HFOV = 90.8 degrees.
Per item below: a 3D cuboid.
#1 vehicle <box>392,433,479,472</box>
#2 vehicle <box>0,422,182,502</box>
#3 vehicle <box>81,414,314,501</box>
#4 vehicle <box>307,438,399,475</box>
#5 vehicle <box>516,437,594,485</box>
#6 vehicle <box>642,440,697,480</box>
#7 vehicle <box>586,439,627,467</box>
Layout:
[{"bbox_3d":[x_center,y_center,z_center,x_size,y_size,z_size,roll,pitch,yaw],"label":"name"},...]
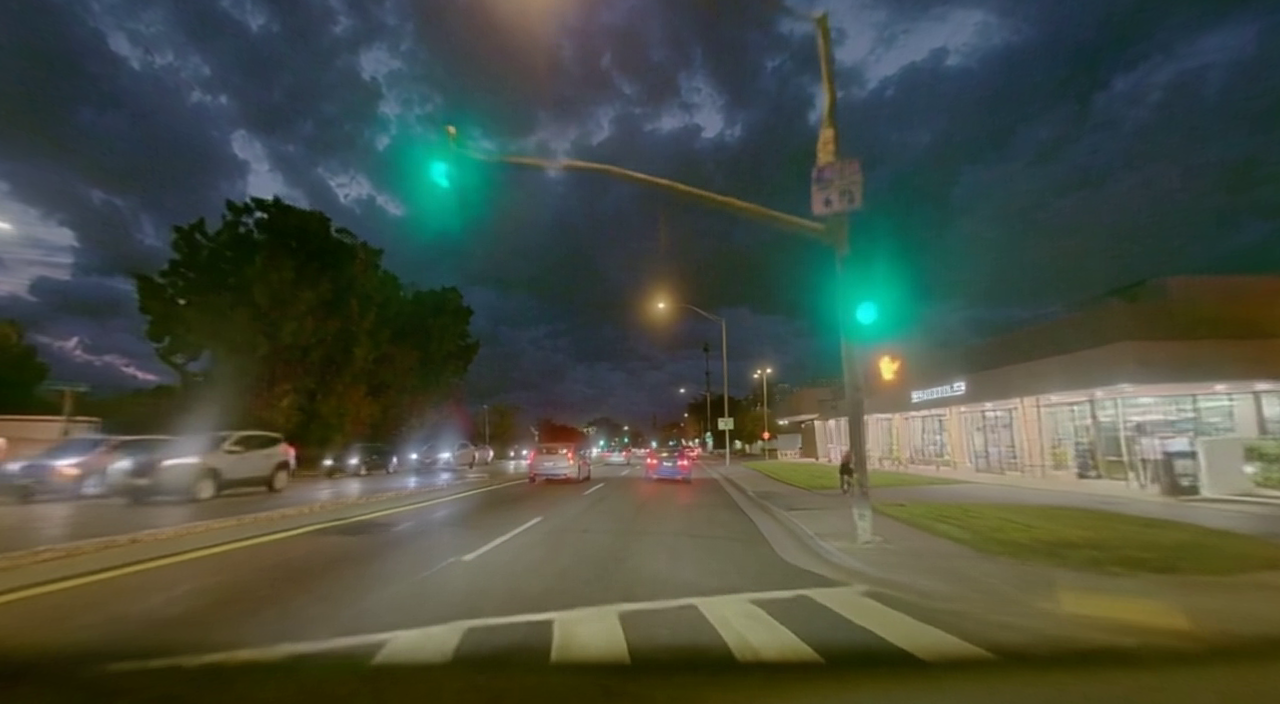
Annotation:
[{"bbox_3d":[-9.487,4.710,29.781,2.175,1.684,4.475,-1,-9,6],"label":"vehicle"},{"bbox_3d":[-14.581,2.767,16.268,1.961,1.731,4.450,0,-9,4],"label":"vehicle"},{"bbox_3d":[-10.950,2.658,16.261,2.221,1.856,4.847,0,-9,4],"label":"vehicle"},{"bbox_3d":[-13.017,4.751,28.981,1.864,1.560,4.317,0,-9,5],"label":"vehicle"},{"bbox_3d":[-2.814,3.721,21.932,1.921,1.477,4.083,0,-9,3],"label":"vehicle"},{"bbox_3d":[1.184,4.420,26.082,2.085,1.475,3.976,0,-9,1],"label":"vehicle"},{"bbox_3d":[-1.884,5.889,36.911,1.887,1.517,4.254,0,-9,4],"label":"vehicle"}]
